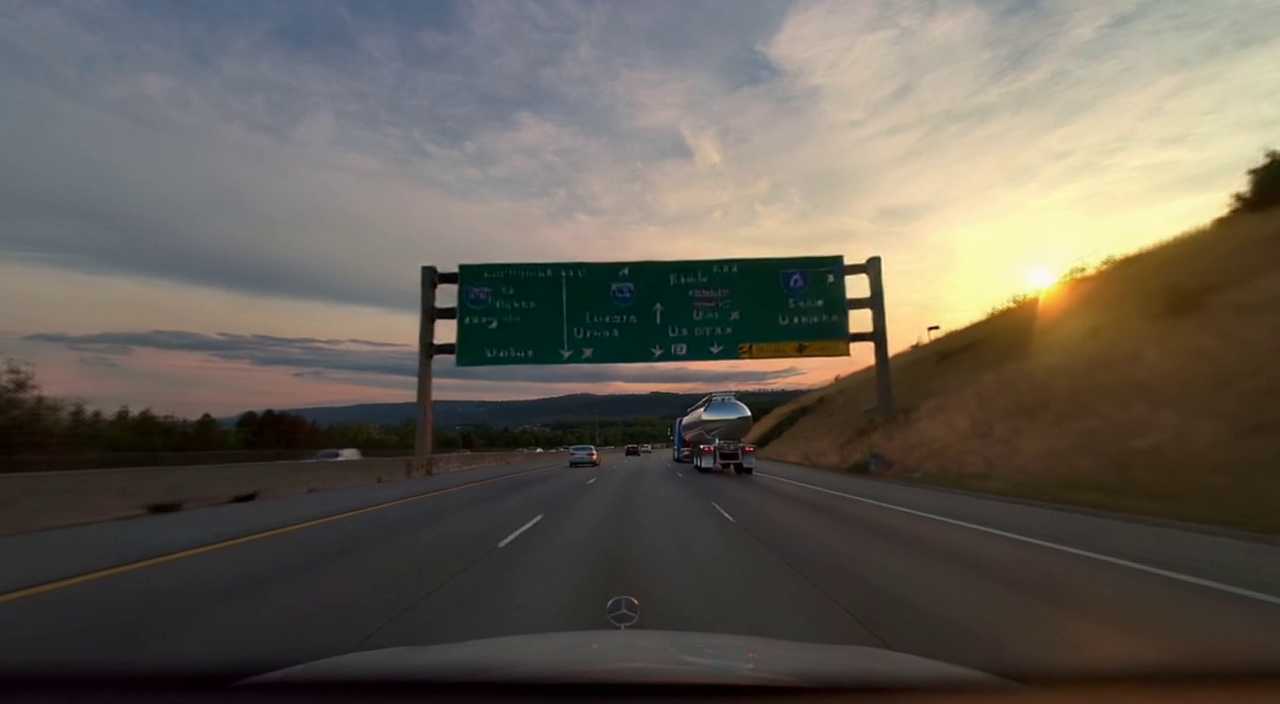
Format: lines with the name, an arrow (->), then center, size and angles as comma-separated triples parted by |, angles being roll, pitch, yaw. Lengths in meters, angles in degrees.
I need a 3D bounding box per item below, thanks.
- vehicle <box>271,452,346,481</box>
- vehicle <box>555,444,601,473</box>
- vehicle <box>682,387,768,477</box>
vehicle -> -19.185, 6.616, 36.760 | 1.892, 1.502, 4.488 | 0, -9, 0
vehicle -> -3.297, 5.764, 34.472 | 1.986, 1.458, 4.506 | 0, -9, 1
vehicle -> 3.874, 4.054, 31.207 | 2.759, 3.734, 9.708 | 0, -9, -1
